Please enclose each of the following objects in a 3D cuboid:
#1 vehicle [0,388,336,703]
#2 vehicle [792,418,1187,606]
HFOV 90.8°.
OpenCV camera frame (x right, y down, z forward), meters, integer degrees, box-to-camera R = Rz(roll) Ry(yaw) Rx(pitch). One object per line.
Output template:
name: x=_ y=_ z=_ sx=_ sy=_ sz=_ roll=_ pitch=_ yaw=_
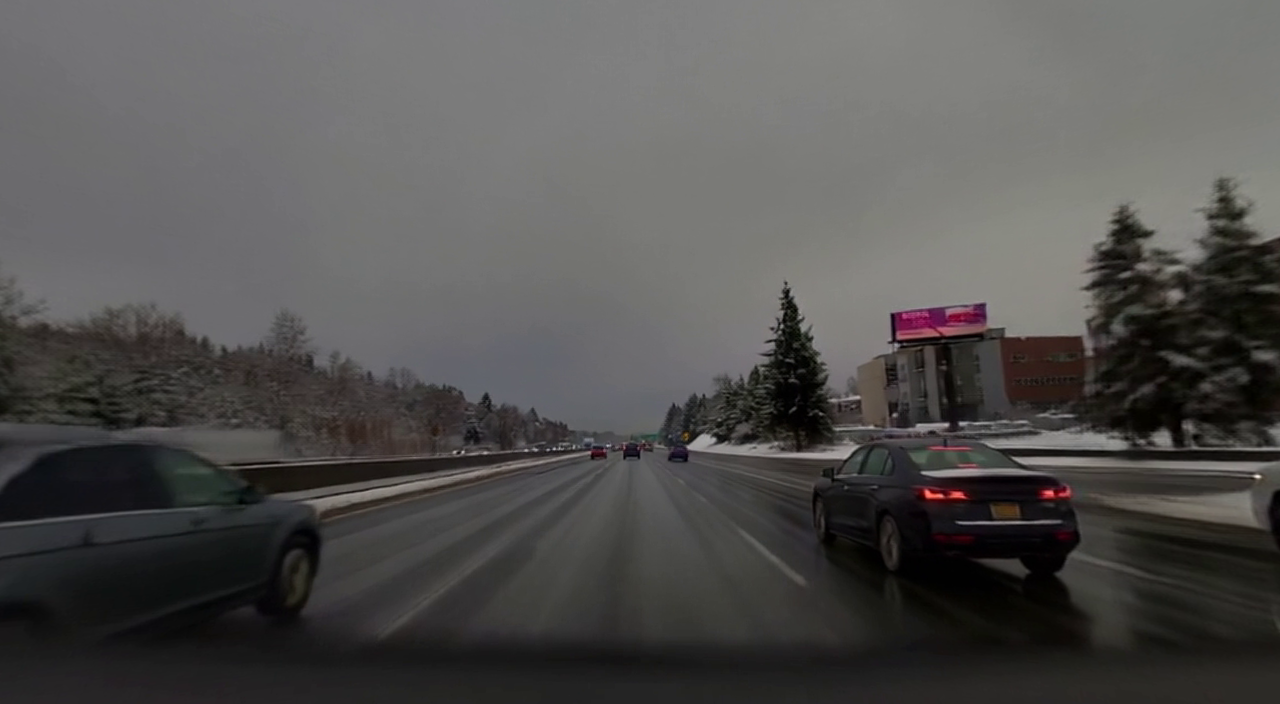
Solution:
vehicle: x=-3.360 y=0.964 z=2.747 sx=1.879 sy=1.526 sz=4.483 roll=0 pitch=-9 yaw=-1
vehicle: x=3.396 y=1.641 z=7.442 sx=1.987 sy=1.509 sz=4.512 roll=0 pitch=-9 yaw=-1
